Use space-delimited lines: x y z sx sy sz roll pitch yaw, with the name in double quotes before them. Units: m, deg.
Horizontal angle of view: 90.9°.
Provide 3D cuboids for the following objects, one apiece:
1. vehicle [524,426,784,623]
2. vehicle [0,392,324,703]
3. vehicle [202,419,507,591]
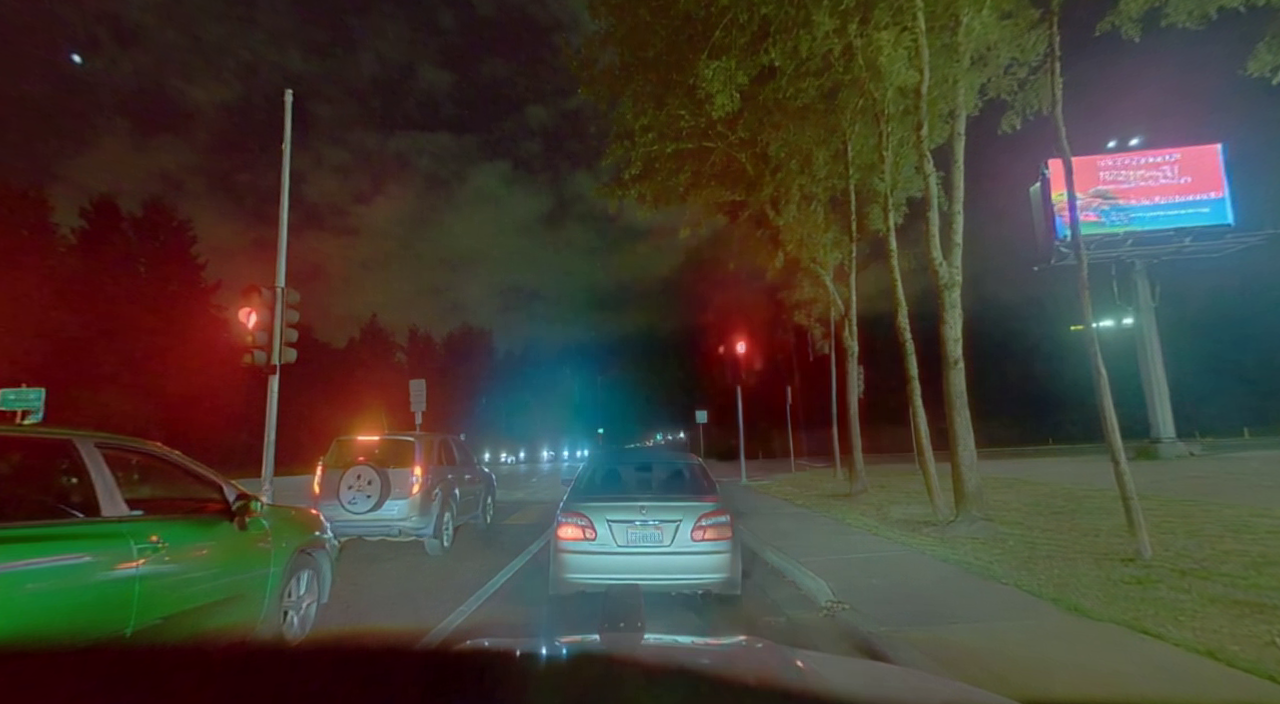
"vehicle" 0.039 1.584 6.617 1.977 1.467 3.474 0 -9 -2
"vehicle" -3.154 0.946 2.422 1.808 1.520 3.846 -1 -9 1
"vehicle" -3.174 1.784 8.136 1.950 1.628 4.082 -1 -9 1
